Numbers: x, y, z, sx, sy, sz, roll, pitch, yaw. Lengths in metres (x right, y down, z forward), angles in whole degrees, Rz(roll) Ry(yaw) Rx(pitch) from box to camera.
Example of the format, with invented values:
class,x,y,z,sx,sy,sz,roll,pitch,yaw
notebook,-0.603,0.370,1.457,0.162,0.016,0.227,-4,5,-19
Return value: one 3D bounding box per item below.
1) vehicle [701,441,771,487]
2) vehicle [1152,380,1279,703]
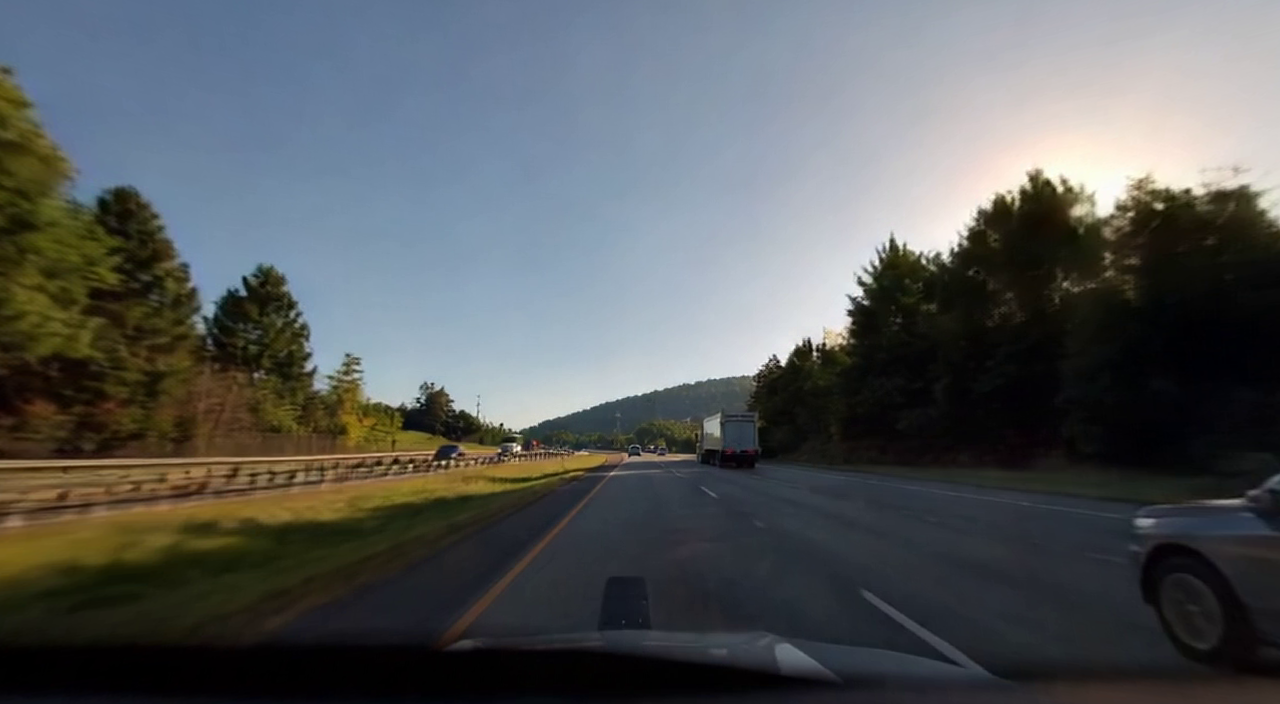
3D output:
class,x,y,z,sx,sy,sz,roll,pitch,yaw
vehicle,3.651,4.368,24.832,2.022,1.658,4.132,0,-9,-1
vehicle,3.878,0.719,1.434,2.005,1.604,4.002,0,-9,0
